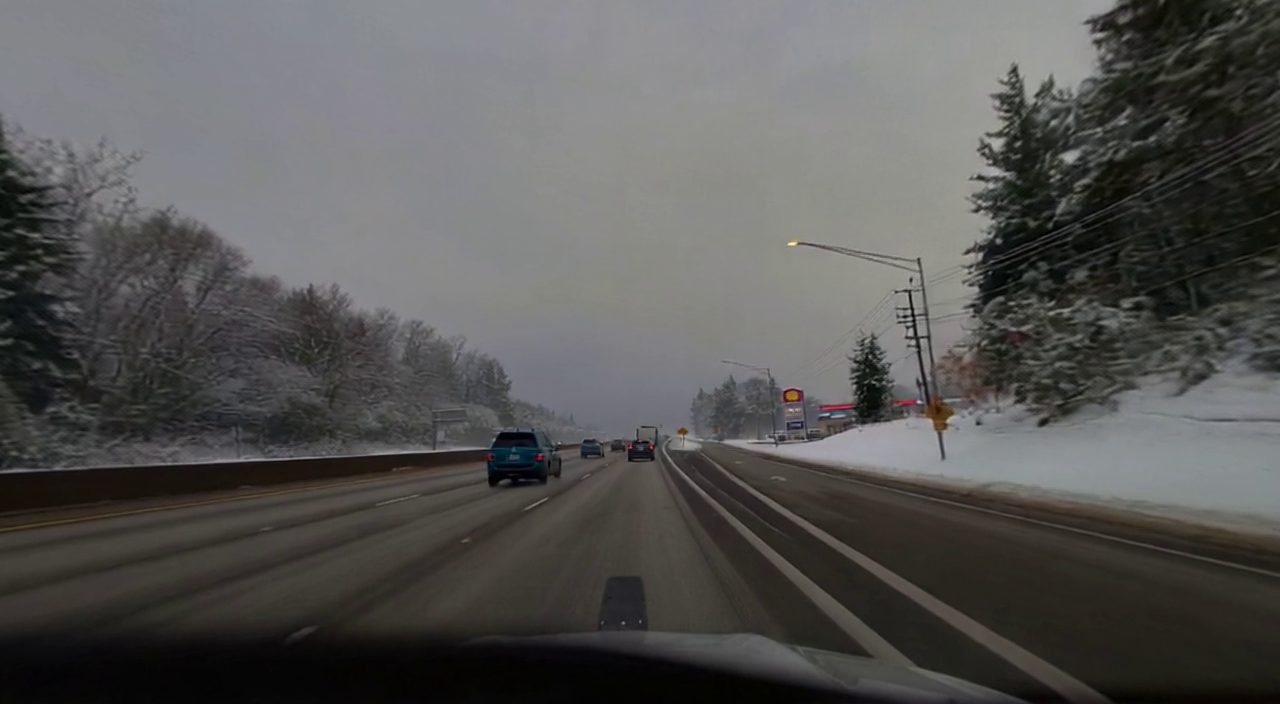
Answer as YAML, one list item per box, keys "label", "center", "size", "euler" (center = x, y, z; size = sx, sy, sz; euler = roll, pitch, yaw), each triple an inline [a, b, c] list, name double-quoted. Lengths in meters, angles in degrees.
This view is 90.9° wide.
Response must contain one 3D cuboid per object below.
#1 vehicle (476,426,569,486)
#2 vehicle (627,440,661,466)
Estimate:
- label: "vehicle"
  center: [-3.993, 3.647, 22.358]
  size: [2.273, 1.884, 4.515]
  euler: [0, -8, 2]
- label: "vehicle"
  center: [0.208, 6.155, 38.642]
  size: [1.982, 1.524, 3.800]
  euler: [0, -8, -1]
